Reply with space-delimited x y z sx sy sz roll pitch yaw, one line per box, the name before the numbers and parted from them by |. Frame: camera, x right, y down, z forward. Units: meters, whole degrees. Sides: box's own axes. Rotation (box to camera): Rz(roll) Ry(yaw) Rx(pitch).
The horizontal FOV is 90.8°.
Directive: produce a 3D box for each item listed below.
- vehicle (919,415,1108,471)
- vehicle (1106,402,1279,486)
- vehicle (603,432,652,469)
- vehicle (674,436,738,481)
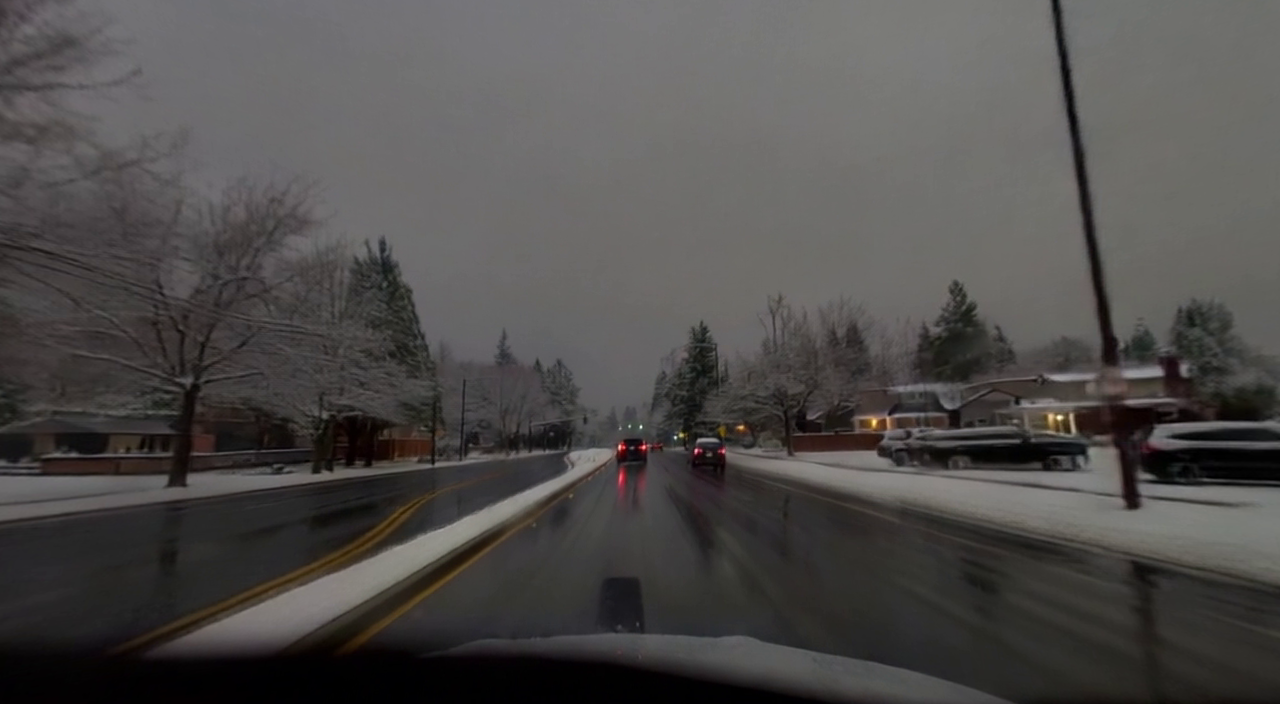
vehicle | 11.330 2.798 19.394 4.557 1.509 1.971 -8 -11 42
vehicle | 11.196 1.739 11.925 1.799 1.431 3.486 8 -12 -44
vehicle | -0.699 5.365 34.515 2.488 1.881 4.814 0 -8 -1
vehicle | 2.486 4.153 24.917 2.003 1.614 4.072 0 -8 -1
